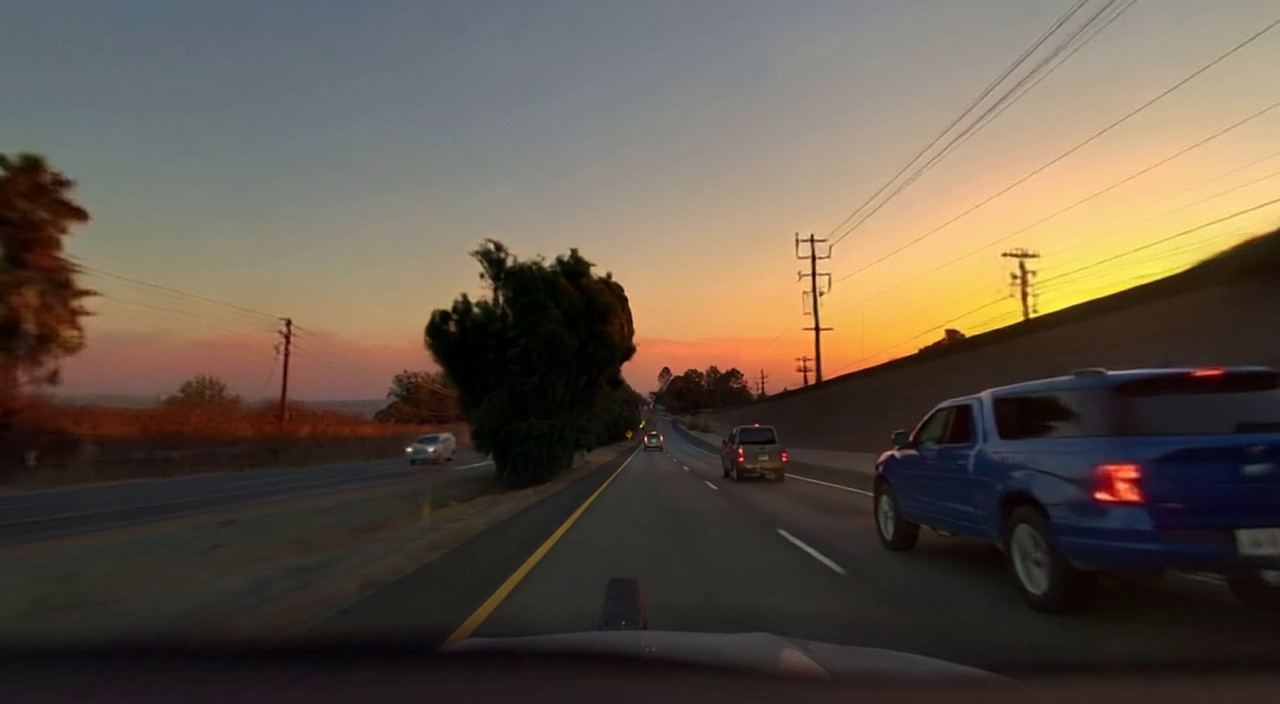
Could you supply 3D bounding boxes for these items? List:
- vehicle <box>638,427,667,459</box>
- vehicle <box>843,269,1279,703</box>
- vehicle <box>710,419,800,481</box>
[{"bbox_3d":[0.914,7.040,48.742,2.099,2.260,4.899,-1,-8,0],"label":"vehicle"},{"bbox_3d":[3.557,1.013,5.086,2.145,2.069,5.057,-1,-8,0],"label":"vehicle"},{"bbox_3d":[4.375,3.861,25.122,2.594,2.155,5.670,-1,-8,1],"label":"vehicle"}]
